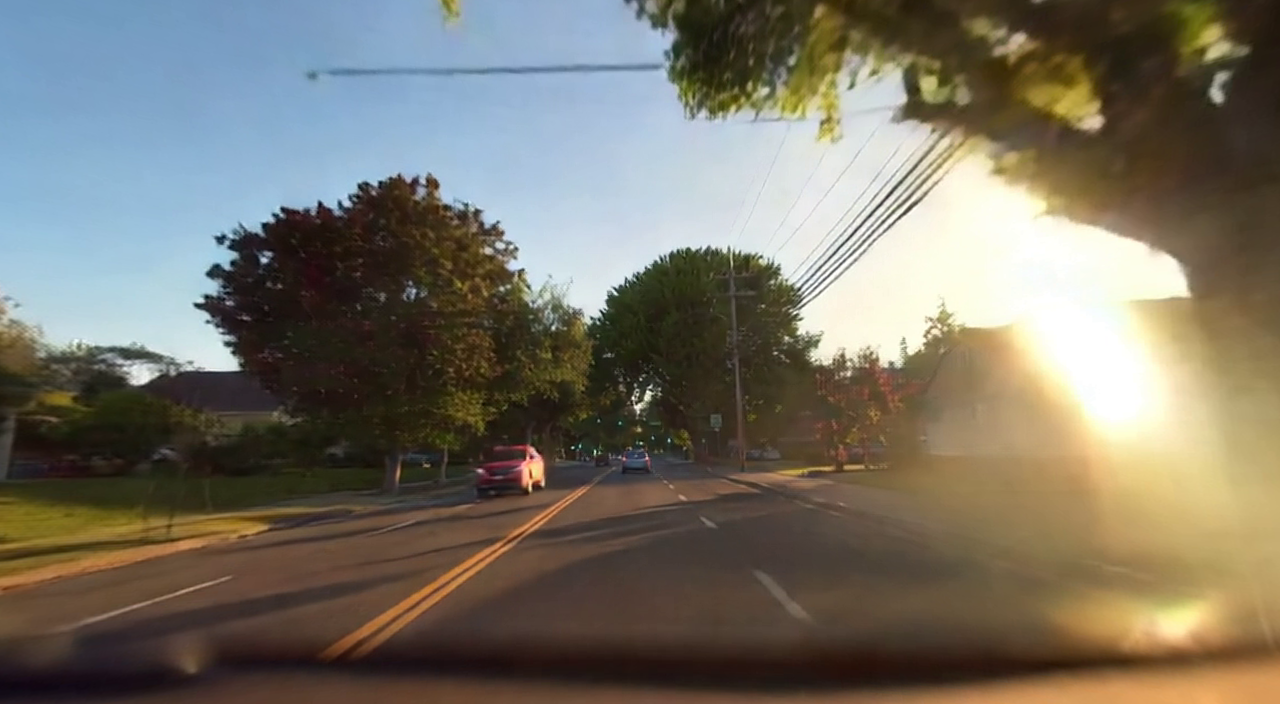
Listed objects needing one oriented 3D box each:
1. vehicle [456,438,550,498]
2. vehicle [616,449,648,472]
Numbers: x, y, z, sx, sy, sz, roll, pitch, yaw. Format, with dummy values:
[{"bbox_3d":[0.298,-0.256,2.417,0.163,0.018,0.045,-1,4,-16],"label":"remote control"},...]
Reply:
[{"bbox_3d":[-4.793,4.156,22.931,2.212,1.906,4.958,0,-9,1],"label":"vehicle"},{"bbox_3d":[-0.564,7.458,43.488,2.093,1.497,4.010,0,-9,-1],"label":"vehicle"}]
